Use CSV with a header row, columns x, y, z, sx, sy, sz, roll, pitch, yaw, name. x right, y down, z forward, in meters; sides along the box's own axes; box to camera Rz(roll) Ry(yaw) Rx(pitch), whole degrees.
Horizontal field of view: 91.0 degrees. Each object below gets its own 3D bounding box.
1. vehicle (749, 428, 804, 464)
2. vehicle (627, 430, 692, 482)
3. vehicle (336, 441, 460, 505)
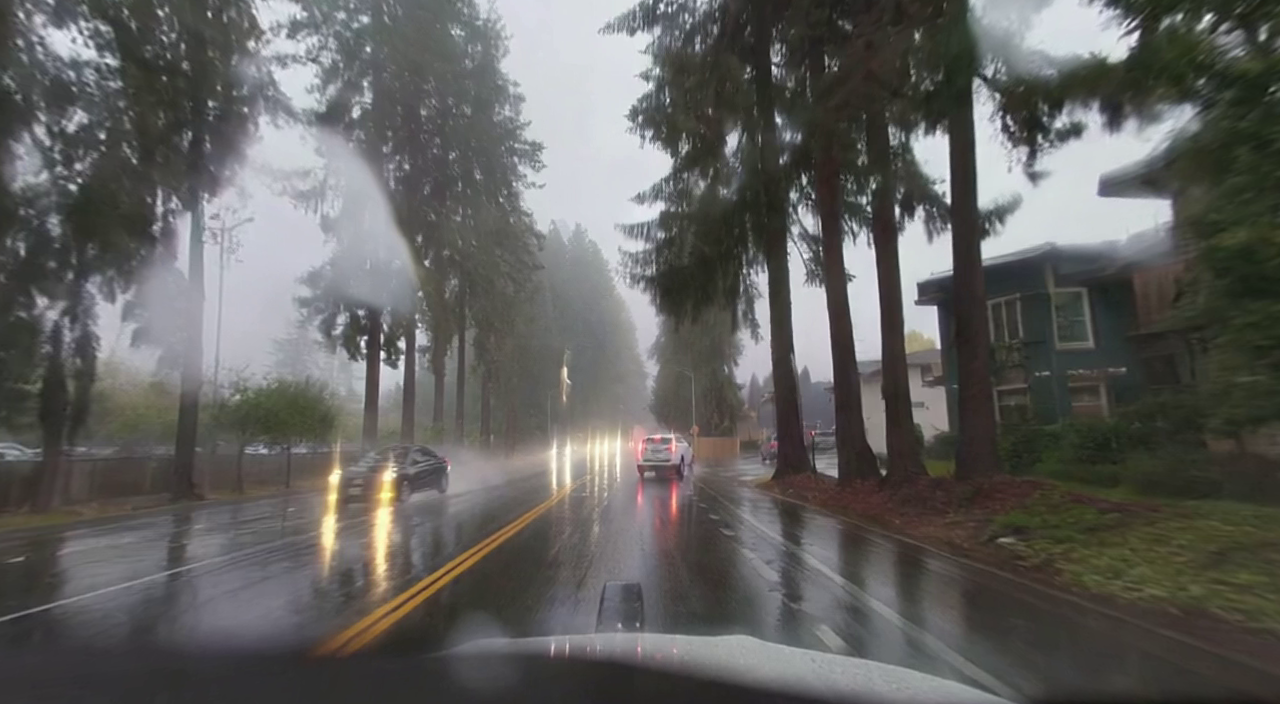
x,y,z,sx,sy,sz,roll,pitch,yaw,name
8.222,5.770,38.376,2.007,1.803,4.835,-5,-9,-2,vehicle
0.883,4.179,25.513,2.268,1.862,4.724,-1,-8,6,vehicle
-7.116,3.564,19.073,1.972,1.703,4.423,0,-8,0,vehicle
